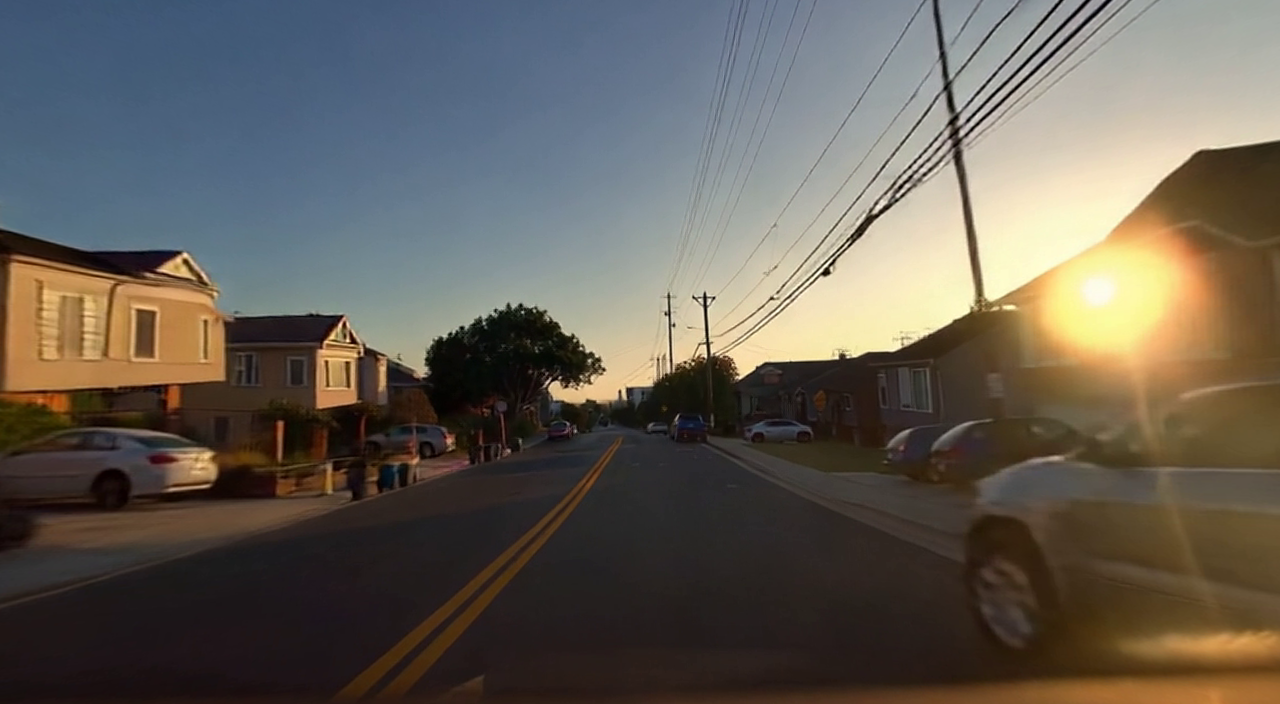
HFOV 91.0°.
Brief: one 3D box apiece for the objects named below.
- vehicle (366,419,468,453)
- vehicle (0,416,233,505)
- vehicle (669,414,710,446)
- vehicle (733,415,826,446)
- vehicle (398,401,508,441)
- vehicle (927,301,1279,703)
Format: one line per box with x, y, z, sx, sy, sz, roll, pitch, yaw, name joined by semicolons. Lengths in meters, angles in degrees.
-11.499;4.343;32.637;4.484;1.538;1.901;1;-8;3;vehicle
-12.059;2.396;14.054;4.525;1.797;2.024;0;-9;3;vehicle
3.199;5.109;41.510;2.277;1.917;5.495;1;-6;0;vehicle
7.816;4.499;35.758;4.893;1.642;1.874;0;-10;4;vehicle
-13.845;5.150;46.723;7.267;2.775;2.786;-1;-8;13;vehicle
3.250;0.780;2.173;2.211;1.860;4.813;0;-9;0;vehicle
